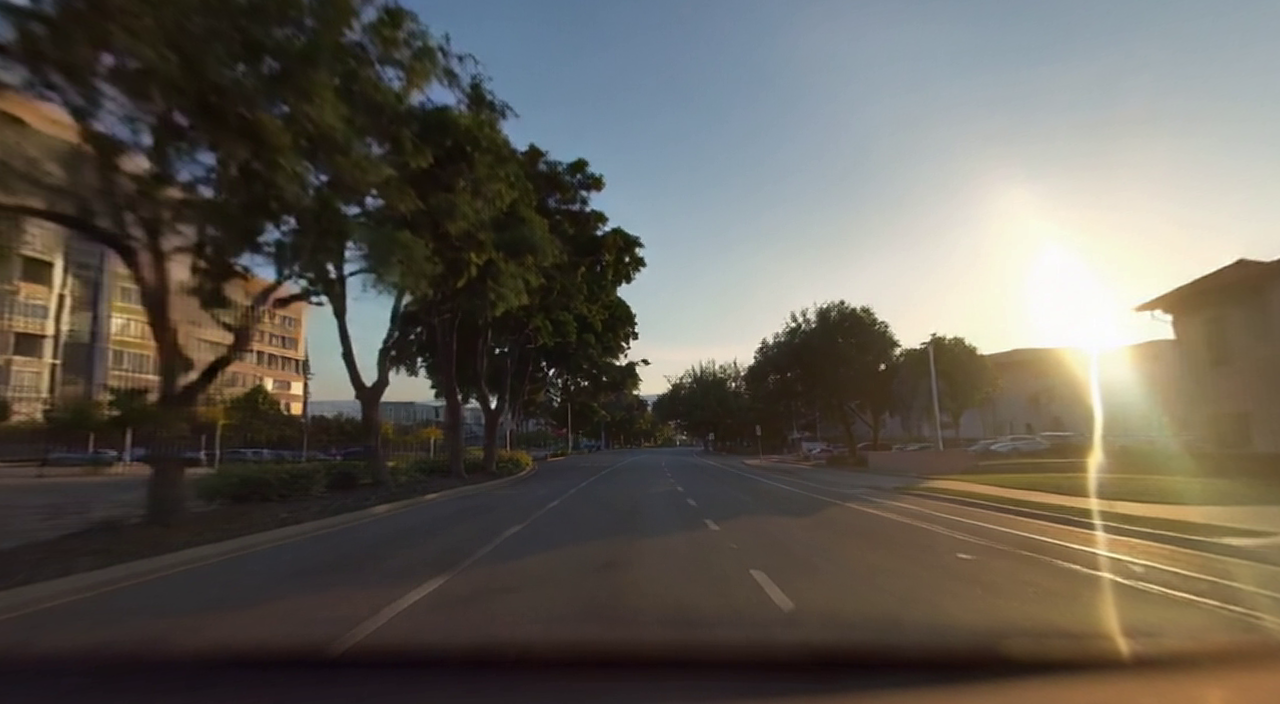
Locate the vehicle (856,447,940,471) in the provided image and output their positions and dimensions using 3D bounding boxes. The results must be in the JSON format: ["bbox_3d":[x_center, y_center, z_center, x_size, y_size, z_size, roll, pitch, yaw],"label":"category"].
[{"bbox_3d":[15.886,6.606,38.948,4.331,1.469,2.008,-1,-9,3],"label":"vehicle"}]

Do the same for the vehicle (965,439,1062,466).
[{"bbox_3d":[27.555,7.435,46.587,5.663,1.895,2.229,-1,-8,4],"label":"vehicle"}]

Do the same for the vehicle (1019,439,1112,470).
[{"bbox_3d":[28.033,6.759,41.524,4.627,1.659,1.882,-4,-7,2],"label":"vehicle"}]
